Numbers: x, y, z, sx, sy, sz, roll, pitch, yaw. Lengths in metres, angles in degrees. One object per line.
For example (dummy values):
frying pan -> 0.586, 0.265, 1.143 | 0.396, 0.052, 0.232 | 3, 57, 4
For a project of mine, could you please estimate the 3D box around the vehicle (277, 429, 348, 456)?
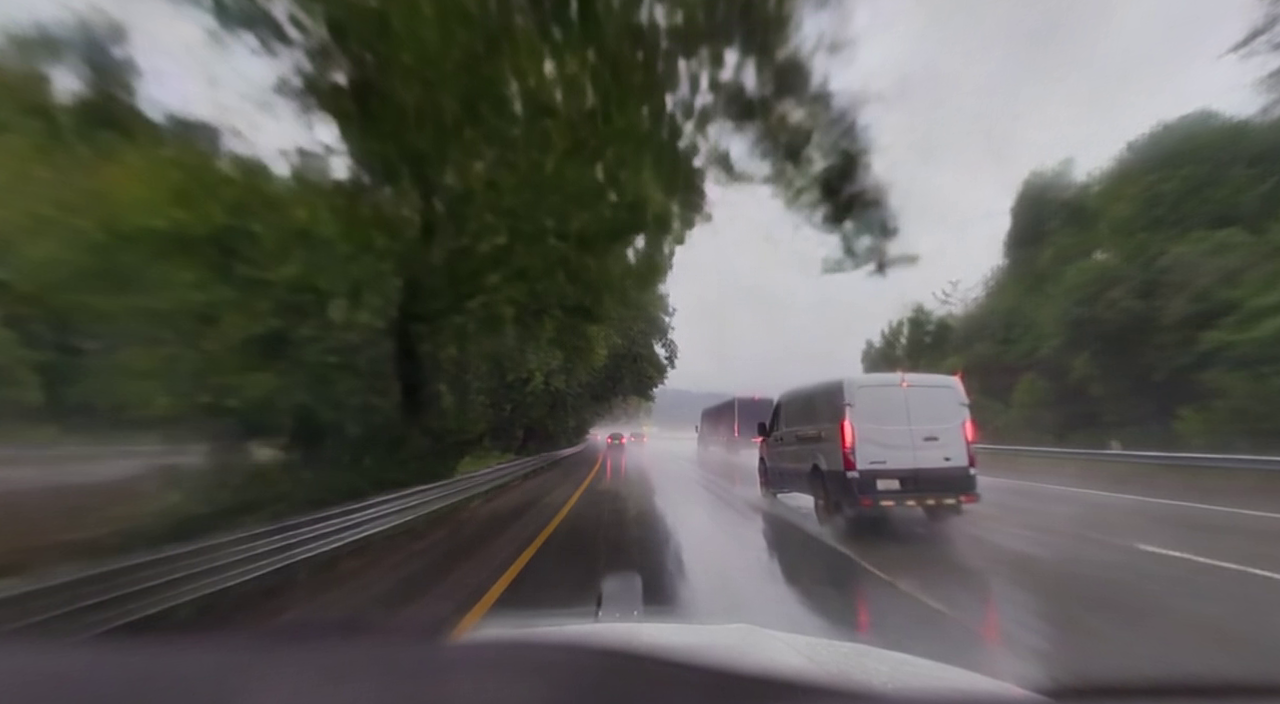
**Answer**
vehicle -> -19.363, 5.357, 37.557 | 1.860, 1.500, 4.781 | 0, -8, -3

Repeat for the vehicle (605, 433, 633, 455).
vehicle -> -1.649, 7.122, 48.972 | 2.088, 1.671, 4.068 | 0, -8, -2

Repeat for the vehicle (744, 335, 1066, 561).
vehicle -> 3.428, 1.415, 9.840 | 2.436, 2.521, 5.409 | 0, -8, -2

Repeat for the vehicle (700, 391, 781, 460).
vehicle -> 6.644, 5.294, 44.482 | 2.888, 4.093, 14.227 | 0, -8, -2
